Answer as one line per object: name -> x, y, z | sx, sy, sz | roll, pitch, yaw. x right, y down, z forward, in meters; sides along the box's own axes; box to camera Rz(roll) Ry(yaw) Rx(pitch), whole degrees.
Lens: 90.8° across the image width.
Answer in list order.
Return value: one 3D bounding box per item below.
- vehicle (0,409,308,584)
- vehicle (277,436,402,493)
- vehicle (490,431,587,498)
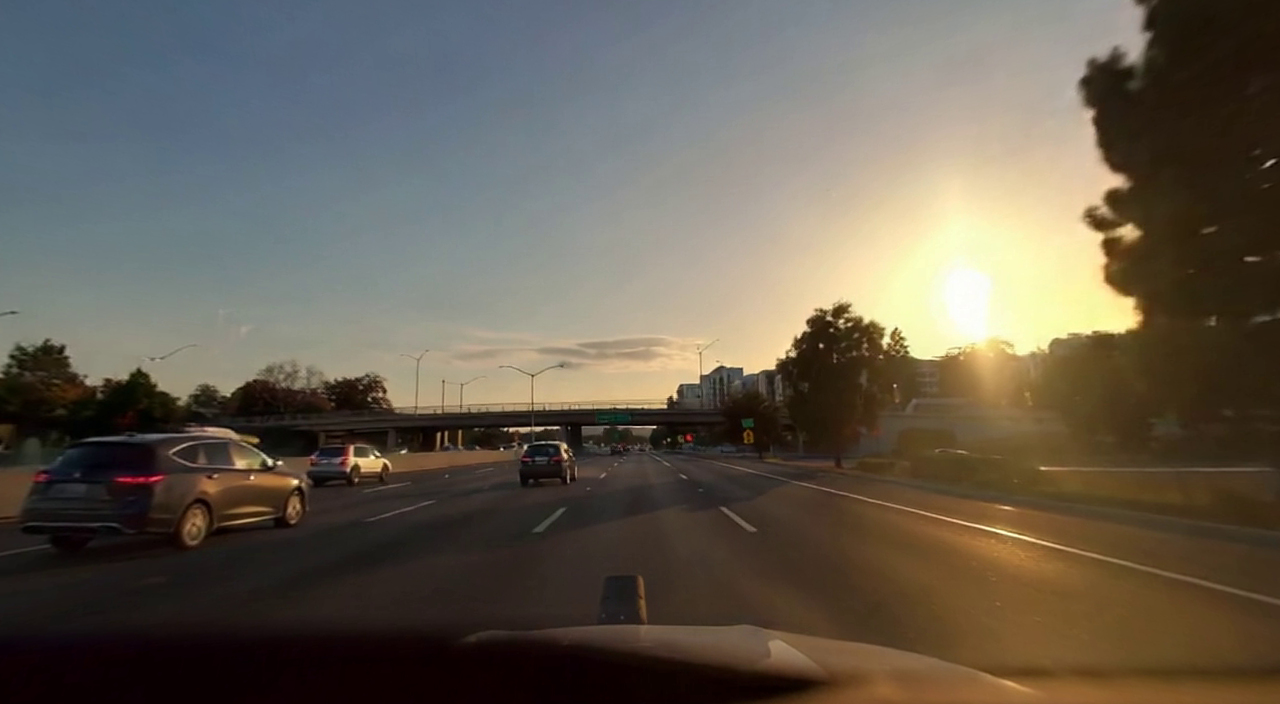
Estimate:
vehicle -> -6.993, 1.826, 8.866 | 2.015, 1.762, 4.790 | 0, -8, 0
vehicle -> -10.260, 3.849, 22.059 | 1.969, 1.759, 4.758 | 0, -8, 0
vehicle -> -2.798, 3.221, 18.426 | 2.027, 1.697, 4.307 | 0, -8, 1
